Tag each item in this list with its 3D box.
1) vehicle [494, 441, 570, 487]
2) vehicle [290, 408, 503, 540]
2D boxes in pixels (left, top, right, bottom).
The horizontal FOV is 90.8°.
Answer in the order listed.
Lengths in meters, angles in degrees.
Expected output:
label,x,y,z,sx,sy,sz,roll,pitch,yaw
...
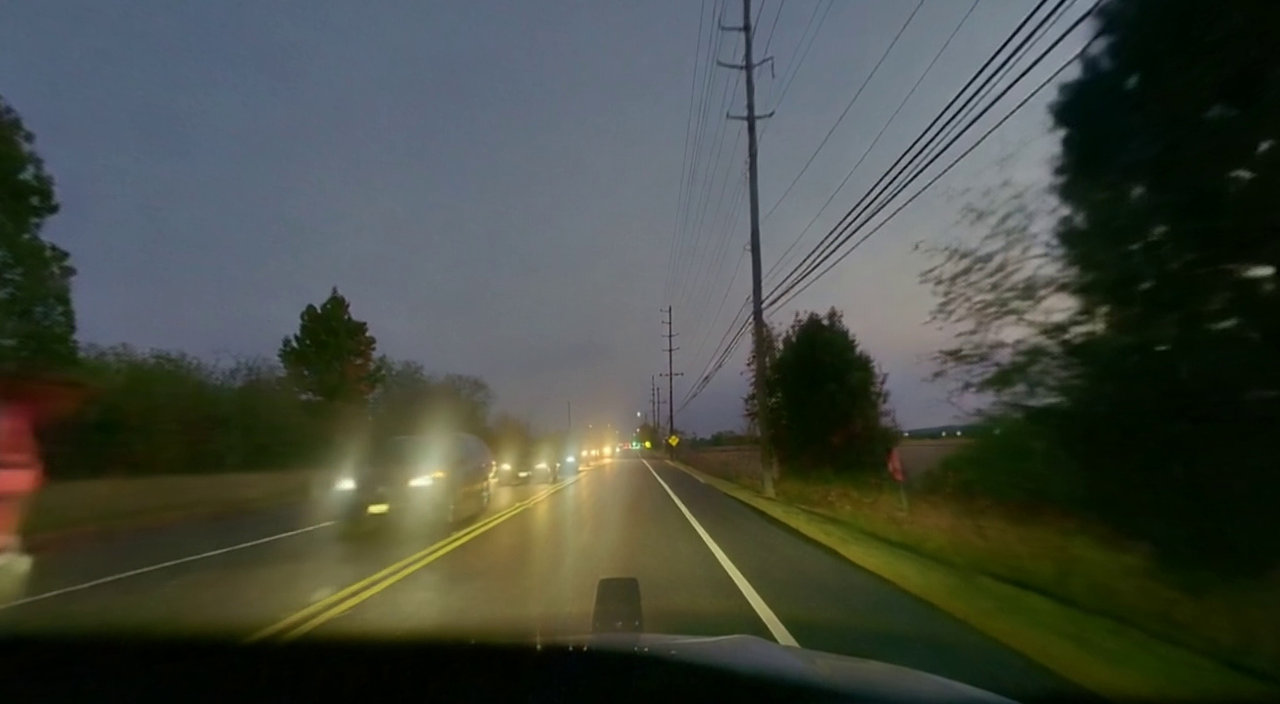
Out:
label,x,y,z,sx,sy,sz,roll,pitch,yaw
vehicle,-4.517,4.734,27.189,2.284,1.634,4.756,-3,-8,1
vehicle,-4.654,2.376,13.193,2.549,2.028,5.180,-3,-7,-2
